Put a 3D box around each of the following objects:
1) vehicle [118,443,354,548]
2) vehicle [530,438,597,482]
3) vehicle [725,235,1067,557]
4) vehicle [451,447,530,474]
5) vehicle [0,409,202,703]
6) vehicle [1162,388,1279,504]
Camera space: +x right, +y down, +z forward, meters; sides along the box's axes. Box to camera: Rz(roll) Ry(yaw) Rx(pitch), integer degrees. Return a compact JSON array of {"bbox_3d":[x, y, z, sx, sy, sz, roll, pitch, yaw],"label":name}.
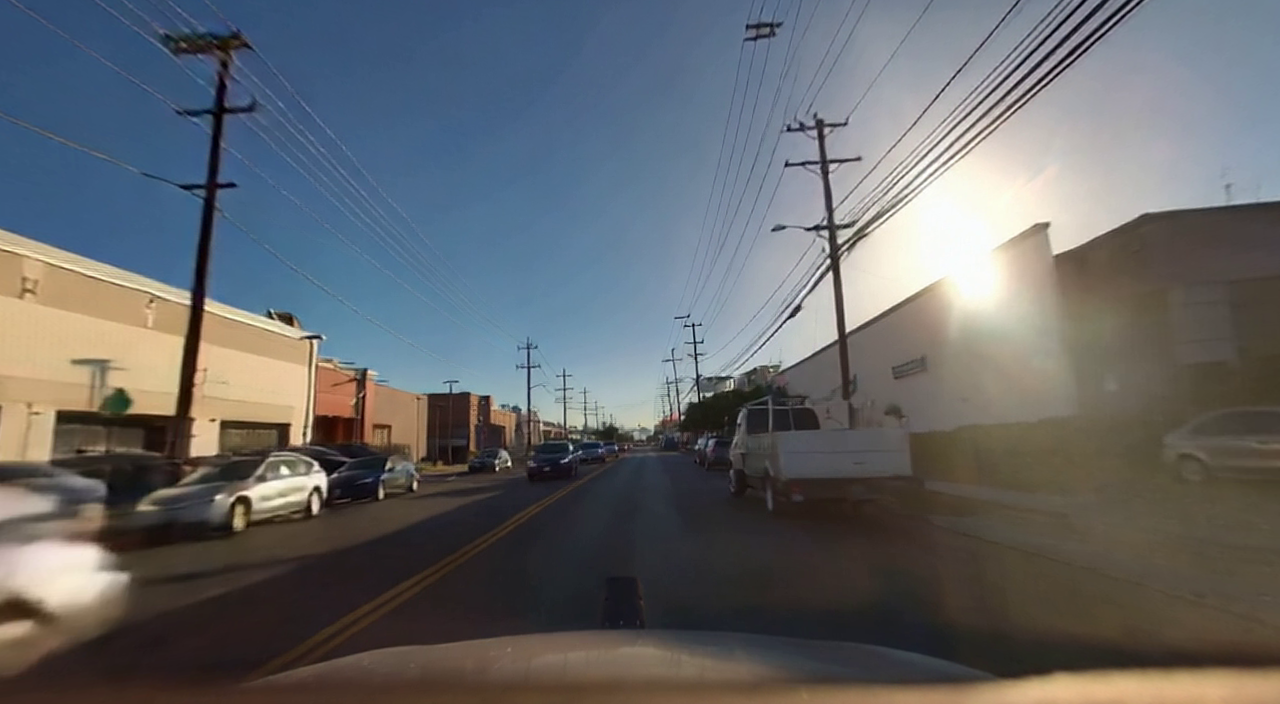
[{"bbox_3d":[-8.166,2.844,13.455,1.954,1.622,4.761,-5,-8,-1],"label":"vehicle"},{"bbox_3d":[-3.059,4.446,26.239,2.061,1.679,4.042,-1,-9,3],"label":"vehicle"},{"bbox_3d":[3.592,1.097,11.824,2.874,3.757,8.612,2,-9,1],"label":"vehicle"},{"bbox_3d":[-10.035,7.262,42.325,4.936,1.703,1.959,3,-9,-18],"label":"vehicle"},{"bbox_3d":[-3.892,0.960,2.005,2.020,1.528,4.258,-3,-9,-1],"label":"vehicle"},{"bbox_3d":[10.609,1.401,9.456,2.040,1.722,4.502,-1,-9,7],"label":"vehicle"}]
